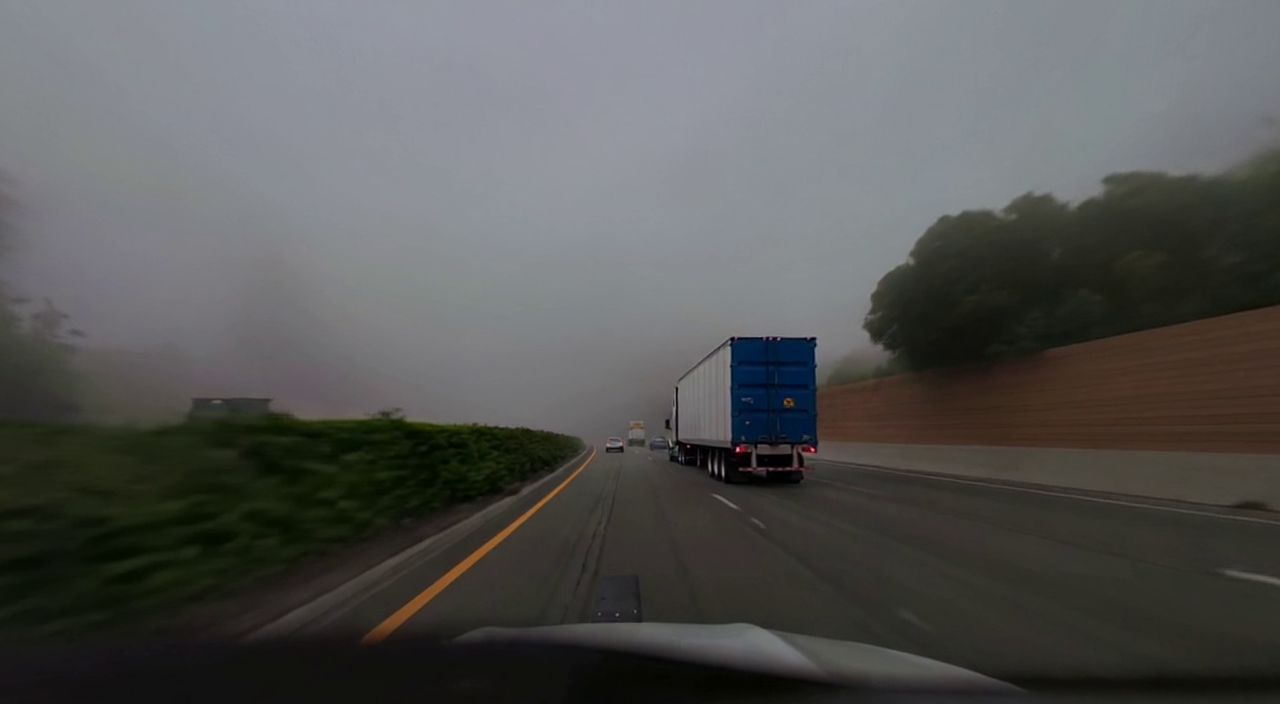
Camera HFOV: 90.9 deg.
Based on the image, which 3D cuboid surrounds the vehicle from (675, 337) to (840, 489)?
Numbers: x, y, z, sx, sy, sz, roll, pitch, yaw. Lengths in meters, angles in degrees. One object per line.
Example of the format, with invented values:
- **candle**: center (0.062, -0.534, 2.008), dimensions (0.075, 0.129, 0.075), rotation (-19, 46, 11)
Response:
- **vehicle**: center (3.506, 2.502, 23.920), dimensions (2.965, 4.033, 14.299), rotation (0, -7, -2)
